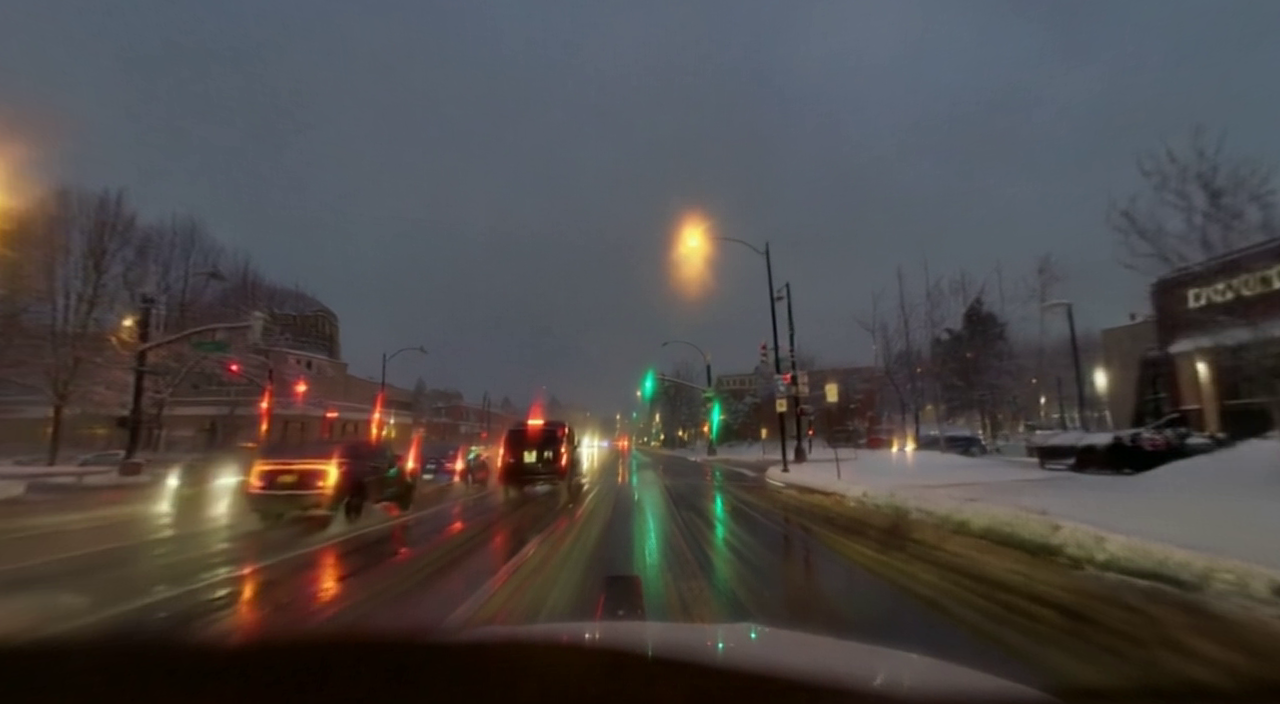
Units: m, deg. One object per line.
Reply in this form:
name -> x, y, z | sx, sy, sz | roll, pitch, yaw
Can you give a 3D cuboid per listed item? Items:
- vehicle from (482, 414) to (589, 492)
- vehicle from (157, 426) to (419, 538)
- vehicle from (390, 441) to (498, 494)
vehicle -> -3.126, 3.206, 20.328 | 2.496, 2.155, 5.468 | 0, -8, 0
vehicle -> -6.043, 2.268, 11.745 | 2.228, 1.652, 4.593 | 0, -8, 0
vehicle -> -6.005, 3.576, 19.988 | 1.982, 1.452, 4.463 | 0, -8, 0
